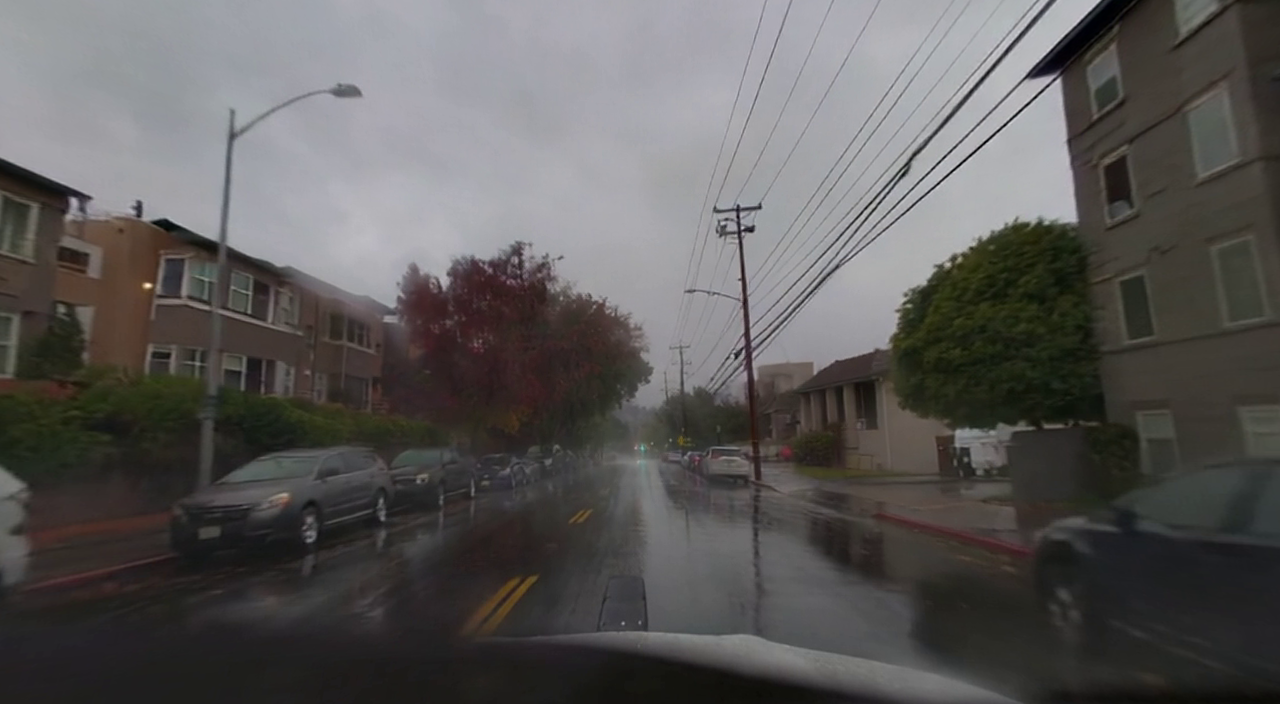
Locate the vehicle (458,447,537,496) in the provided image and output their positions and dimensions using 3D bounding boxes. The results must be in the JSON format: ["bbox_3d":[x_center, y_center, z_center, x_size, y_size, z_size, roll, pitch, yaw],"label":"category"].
[{"bbox_3d":[-6.003,5.053,27.069,2.247,1.698,4.944,-4,-8,-1],"label":"vehicle"}]

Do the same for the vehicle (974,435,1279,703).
[{"bbox_3d":[3.800,1.135,3.059,1.901,1.439,4.131,0,-9,-3],"label":"vehicle"}]

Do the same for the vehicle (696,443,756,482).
[{"bbox_3d":[4.074,5.311,30.541,2.328,1.730,4.225,0,-9,0],"label":"vehicle"}]

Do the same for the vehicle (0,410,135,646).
[{"bbox_3d":[-6.190,1.303,3.935,2.056,1.876,4.824,-2,-8,0],"label":"vehicle"}]

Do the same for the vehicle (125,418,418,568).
[{"bbox_3d":[-6.219,2.498,11.758,2.120,1.989,5.616,-3,-10,0],"label":"vehicle"}]

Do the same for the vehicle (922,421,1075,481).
[{"bbox_3d":[14.028,3.964,25.313,2.229,2.040,6.832,0,-9,1],"label":"vehicle"}]
